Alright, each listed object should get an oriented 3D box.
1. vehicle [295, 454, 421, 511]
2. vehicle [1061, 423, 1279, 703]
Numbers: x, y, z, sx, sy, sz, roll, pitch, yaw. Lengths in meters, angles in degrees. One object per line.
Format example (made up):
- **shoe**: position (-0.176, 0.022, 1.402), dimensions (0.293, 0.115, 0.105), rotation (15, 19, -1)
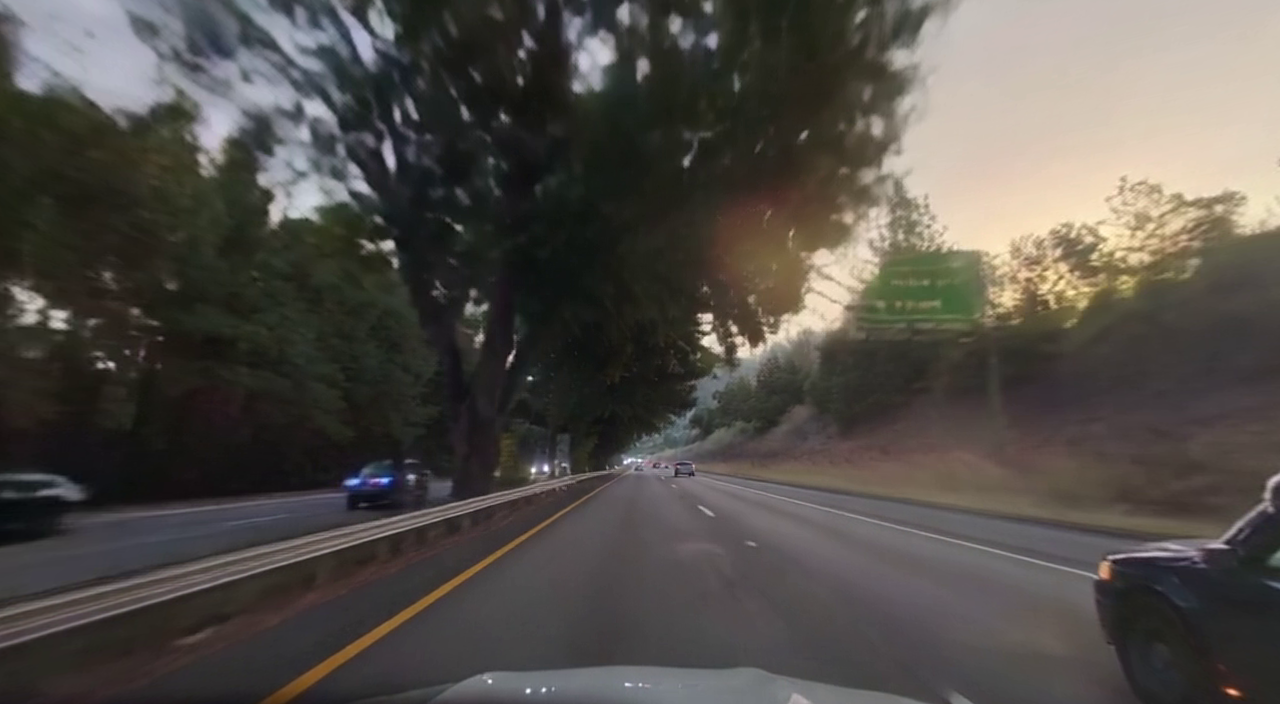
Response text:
- **vehicle**: position (-8.140, 3.802, 18.591), dimensions (1.916, 1.457, 3.642), rotation (1, -10, 1)
- **vehicle**: position (3.645, 0.952, 2.024), dimensions (1.825, 1.494, 3.959), rotation (1, -10, 0)
